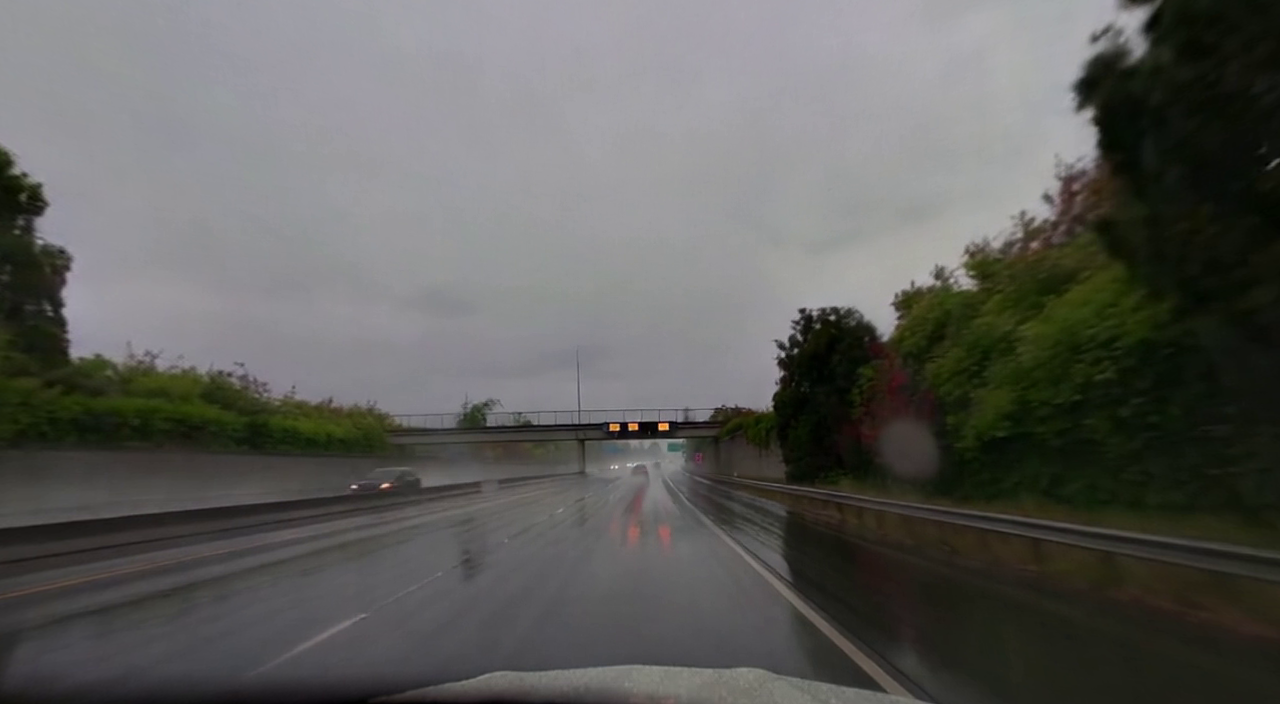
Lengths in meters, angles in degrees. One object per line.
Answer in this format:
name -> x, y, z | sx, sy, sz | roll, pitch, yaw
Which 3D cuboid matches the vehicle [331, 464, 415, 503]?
vehicle -> -10.833, 5.357, 25.846 | 1.772, 1.411, 3.681 | 1, -11, 0
